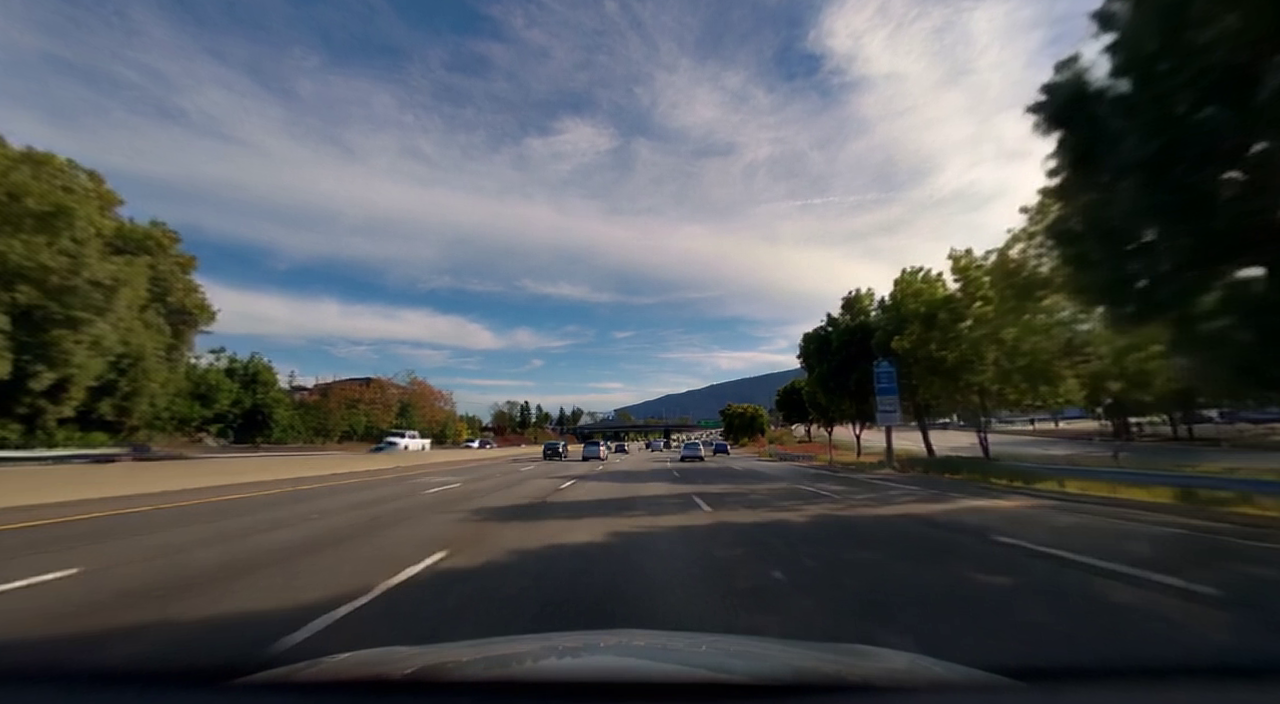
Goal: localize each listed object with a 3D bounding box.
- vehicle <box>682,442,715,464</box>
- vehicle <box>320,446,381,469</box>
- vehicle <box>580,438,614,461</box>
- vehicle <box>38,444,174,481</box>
[{"bbox_3d":[3.987,7.011,43.949,1.967,1.475,4.080,0,-8,1],"label":"vehicle"},{"bbox_3d":[-19.289,7.038,42.325,1.834,1.450,4.462,0,-8,2],"label":"vehicle"},{"bbox_3d":[-3.291,7.563,49.016,2.179,1.693,4.204,0,-8,2],"label":"vehicle"},{"bbox_3d":[-23.606,4.887,28.223,1.893,1.489,4.706,0,-8,1],"label":"vehicle"}]
